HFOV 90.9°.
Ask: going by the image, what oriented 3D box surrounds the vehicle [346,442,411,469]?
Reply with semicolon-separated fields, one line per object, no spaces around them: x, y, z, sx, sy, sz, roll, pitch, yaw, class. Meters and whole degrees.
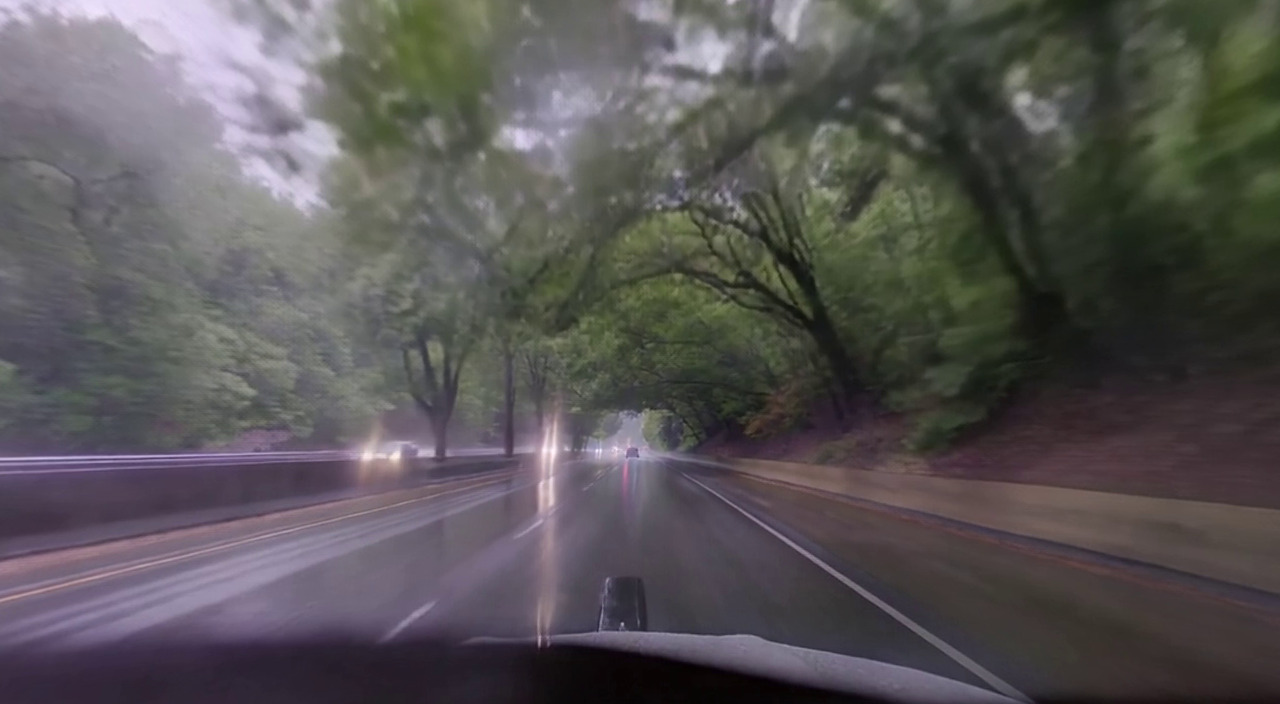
-14.992;5.967;36.414;1.860;1.472;4.557;0;-9;-1;vehicle
